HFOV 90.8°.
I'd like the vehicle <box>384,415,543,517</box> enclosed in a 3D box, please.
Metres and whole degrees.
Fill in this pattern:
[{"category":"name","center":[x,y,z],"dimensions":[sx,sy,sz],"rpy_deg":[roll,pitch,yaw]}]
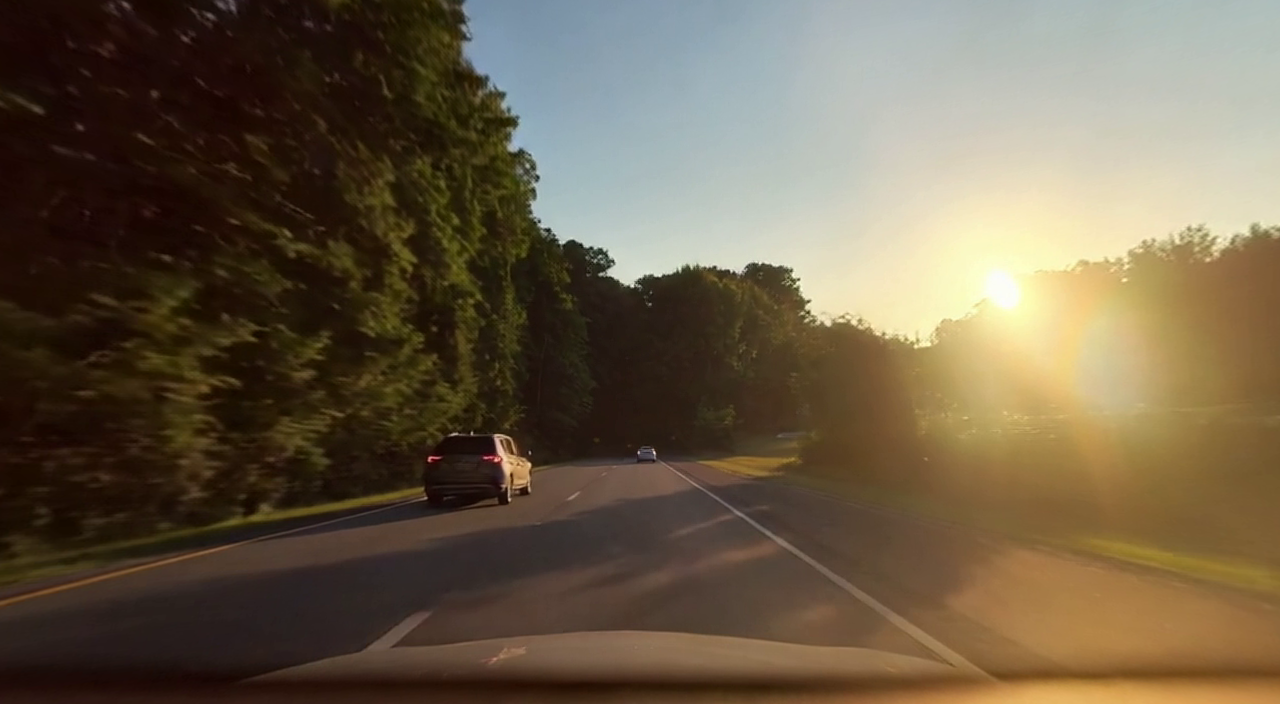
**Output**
[{"category":"vehicle","center":[-3.959,2.692,15.329],"dimensions":[2.418,2.049,4.930],"rpy_deg":[0,-9,0]}]

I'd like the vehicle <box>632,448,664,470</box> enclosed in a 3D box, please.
[{"category":"vehicle","center":[0.494,7.313,43.361],"dimensions":[2.046,1.452,4.407],"rpy_deg":[0,-9,-1]}]
